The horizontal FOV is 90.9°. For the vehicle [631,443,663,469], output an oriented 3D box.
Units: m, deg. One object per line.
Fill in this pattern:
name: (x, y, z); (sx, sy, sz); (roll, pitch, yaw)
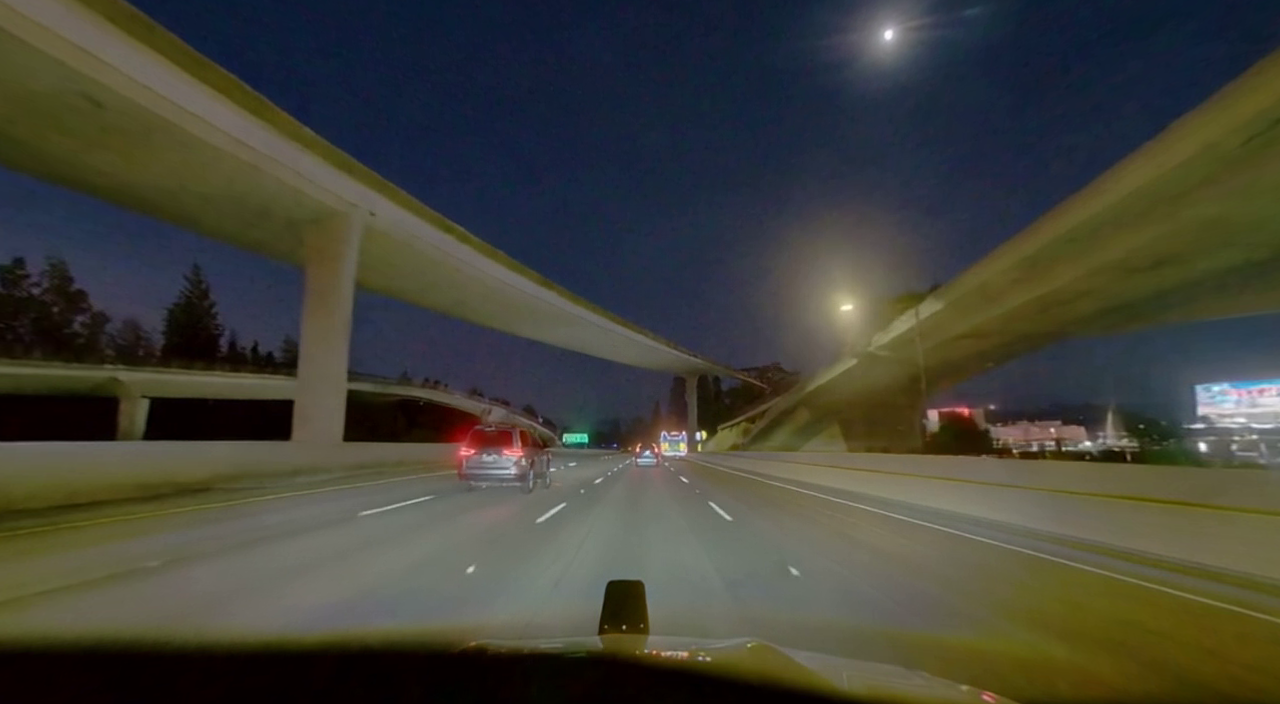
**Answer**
vehicle: (0.467, 7.135, 43.481); (2.052, 1.711, 4.223); (0, -9, 0)

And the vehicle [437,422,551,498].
vehicle: (-4.076, 3.132, 18.560); (2.147, 1.918, 4.834); (0, -9, 1)
